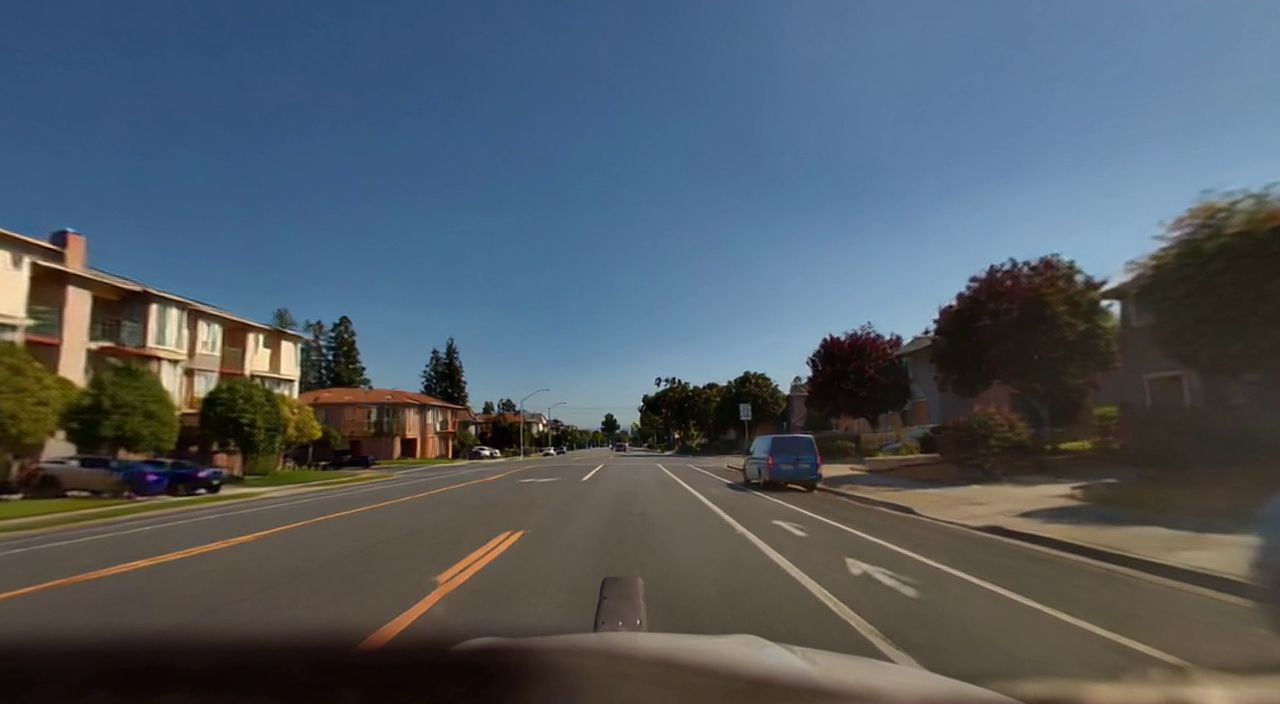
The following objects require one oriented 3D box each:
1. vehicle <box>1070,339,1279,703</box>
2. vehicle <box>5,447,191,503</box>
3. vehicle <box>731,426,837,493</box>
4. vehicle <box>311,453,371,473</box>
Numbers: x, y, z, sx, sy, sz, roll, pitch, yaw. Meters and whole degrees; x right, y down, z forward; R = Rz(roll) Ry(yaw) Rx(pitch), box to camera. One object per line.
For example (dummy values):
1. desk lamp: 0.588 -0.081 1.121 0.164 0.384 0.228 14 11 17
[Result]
1. vehicle: 4.551 0.720 1.929 2.254 1.968 5.838 0 -8 -1
2. vehicle: -18.424 4.181 21.684 4.397 1.768 1.956 1 -8 -4
3. vehicle: 4.371 3.353 20.060 2.052 1.859 4.778 1 -8 -2
4. vehicle: -22.892 8.529 48.445 3.687 1.465 1.855 0 -8 -2
